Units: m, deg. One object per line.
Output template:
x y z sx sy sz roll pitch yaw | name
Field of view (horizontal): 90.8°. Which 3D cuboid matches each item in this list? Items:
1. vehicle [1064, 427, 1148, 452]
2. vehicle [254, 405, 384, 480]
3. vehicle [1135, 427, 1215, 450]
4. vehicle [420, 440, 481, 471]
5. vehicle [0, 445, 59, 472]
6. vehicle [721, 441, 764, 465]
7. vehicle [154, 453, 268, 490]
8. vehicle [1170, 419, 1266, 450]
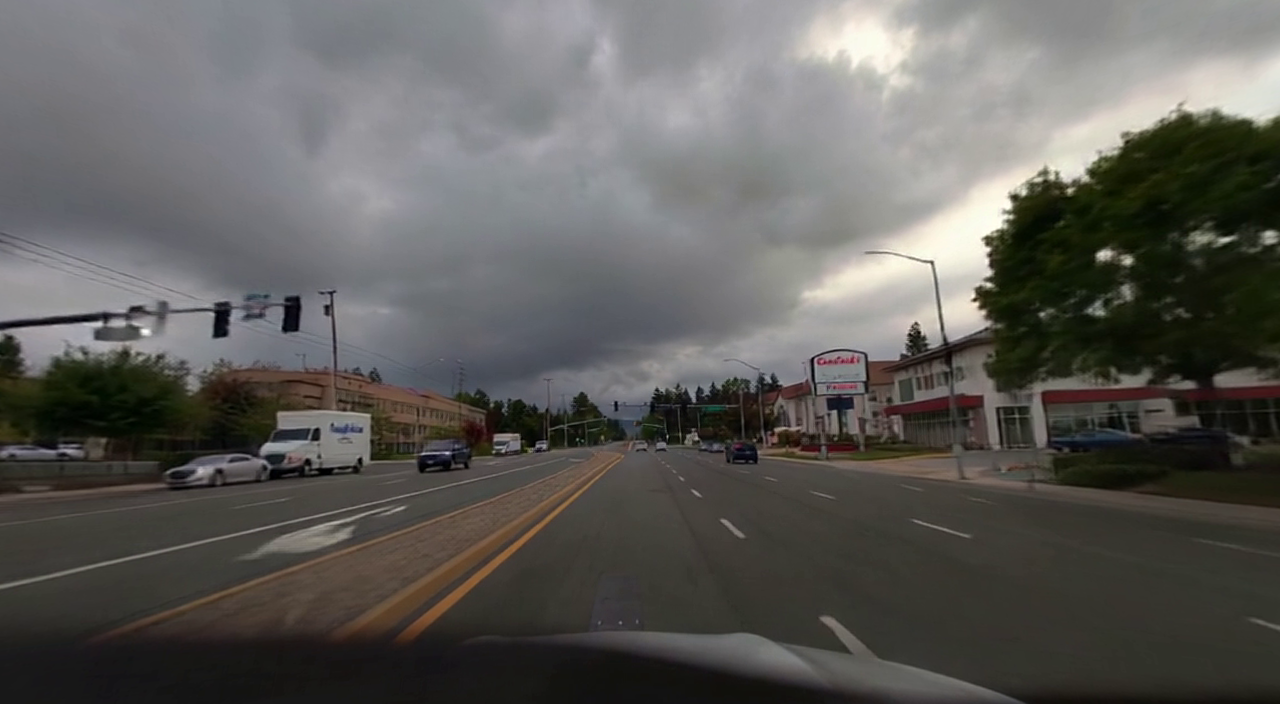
29.840 5.703 40.681 1.796 1.485 4.667 -1 -9 0 | vehicle
-18.725 5.431 37.750 2.982 3.900 8.593 0 -9 1 | vehicle
34.592 5.639 41.003 1.756 1.443 4.032 0 -8 2 | vehicle
-11.540 6.330 38.812 2.134 1.806 4.843 0 -9 1 | vehicle
-47.871 8.099 48.277 1.964 1.982 4.613 -6 -11 36 | vehicle
6.606 6.563 41.224 1.916 1.437 4.327 0 -9 -2 | vehicle
-18.938 5.269 28.178 1.950 1.464 4.414 0 -9 0 | vehicle
37.365 5.415 41.007 1.996 1.893 4.413 0 -8 1 | vehicle
